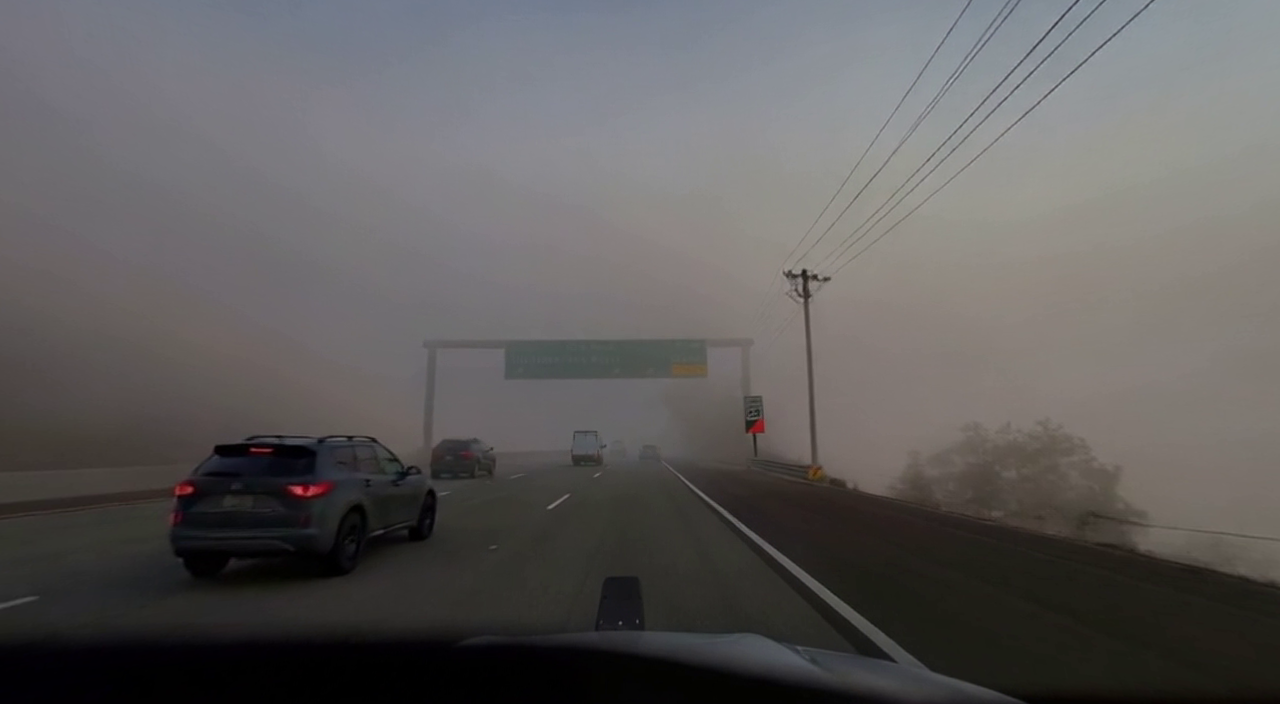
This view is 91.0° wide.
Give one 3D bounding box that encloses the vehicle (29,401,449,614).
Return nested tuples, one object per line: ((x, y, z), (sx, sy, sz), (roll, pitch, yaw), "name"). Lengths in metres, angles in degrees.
((-3.853, 1.558, 7.167), (1.976, 1.688, 4.124), (0, -9, 1), "vehicle")

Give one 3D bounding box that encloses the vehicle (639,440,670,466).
((1.019, 6.977, 43.680), (2.038, 1.677, 4.219), (0, -9, 2), "vehicle")

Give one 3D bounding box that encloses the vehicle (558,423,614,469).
((-3.572, 6.599, 44.123), (2.915, 2.885, 9.394), (0, -9, 1), "vehicle")
